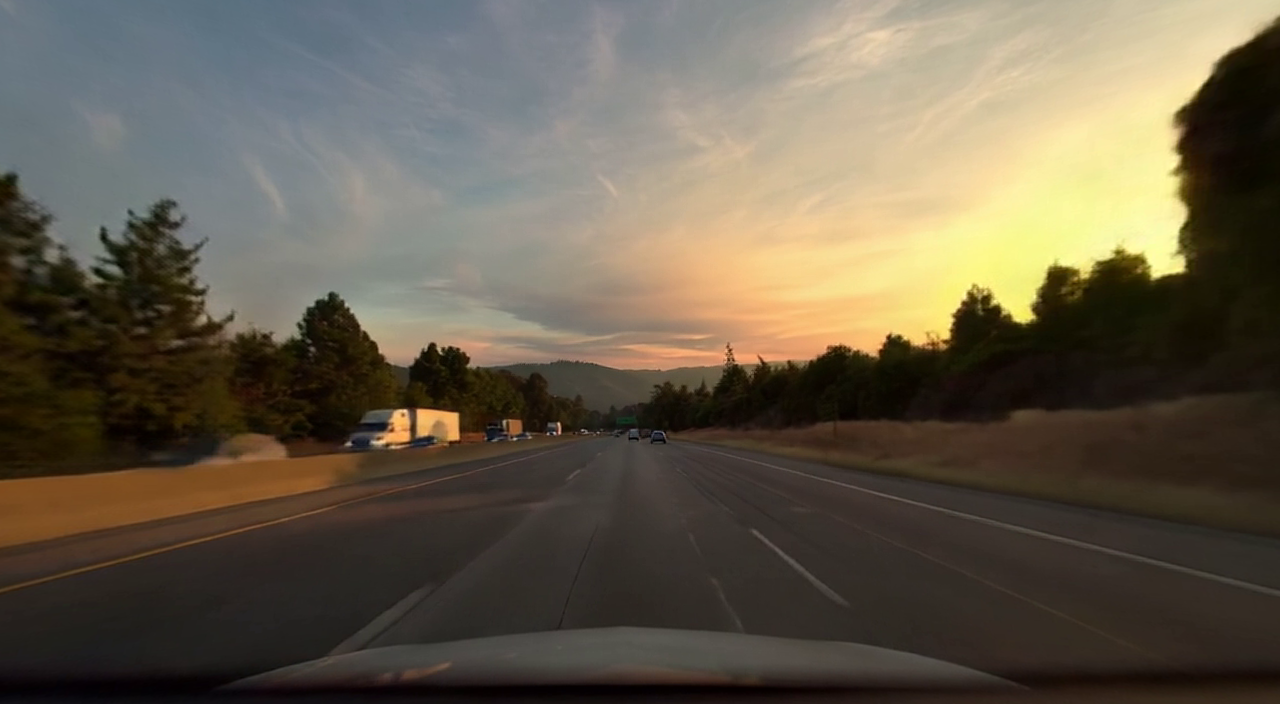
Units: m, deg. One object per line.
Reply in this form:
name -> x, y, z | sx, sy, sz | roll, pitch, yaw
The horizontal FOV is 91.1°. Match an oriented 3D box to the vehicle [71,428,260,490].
vehicle -> -12.833, 2.880, 17.444 | 1.871, 1.479, 4.391 | 0, -8, -1
